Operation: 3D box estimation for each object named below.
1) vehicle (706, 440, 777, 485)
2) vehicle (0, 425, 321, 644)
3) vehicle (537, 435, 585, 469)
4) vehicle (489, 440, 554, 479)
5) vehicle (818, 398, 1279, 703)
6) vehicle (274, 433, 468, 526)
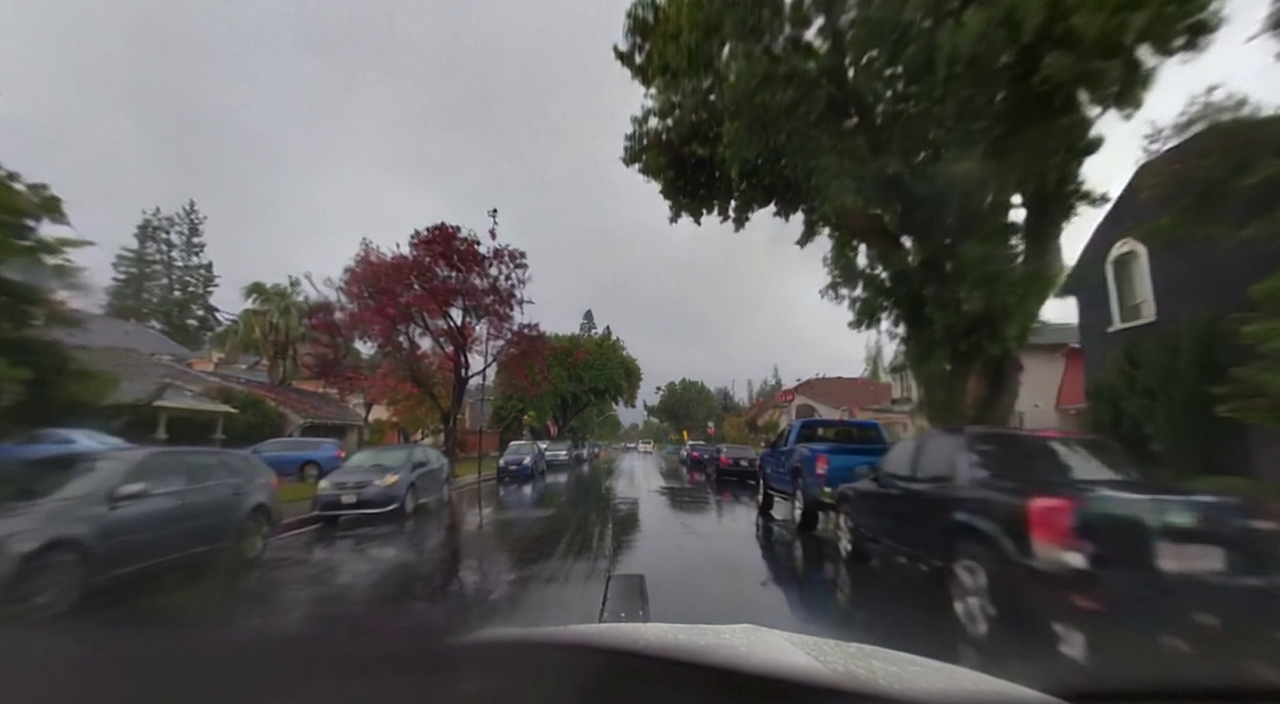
[{"bbox_3d":[3.642,4.041,23.364,1.871,1.514,4.553,0,-8,0],"label":"vehicle"},{"bbox_3d":[-5.427,1.529,6.215,1.899,1.538,4.611,2,-8,3],"label":"vehicle"},{"bbox_3d":[-4.695,6.023,38.074,2.162,1.857,4.758,2,-8,1],"label":"vehicle"},{"bbox_3d":[-5.174,4.732,28.067,1.872,1.515,4.535,1,-8,2],"label":"vehicle"},{"bbox_3d":[3.187,1.402,5.707,1.914,1.631,4.558,0,-8,2],"label":"vehicle"},{"bbox_3d":[-5.286,2.523,13.162,1.895,1.530,4.496,2,-8,2],"label":"vehicle"}]
